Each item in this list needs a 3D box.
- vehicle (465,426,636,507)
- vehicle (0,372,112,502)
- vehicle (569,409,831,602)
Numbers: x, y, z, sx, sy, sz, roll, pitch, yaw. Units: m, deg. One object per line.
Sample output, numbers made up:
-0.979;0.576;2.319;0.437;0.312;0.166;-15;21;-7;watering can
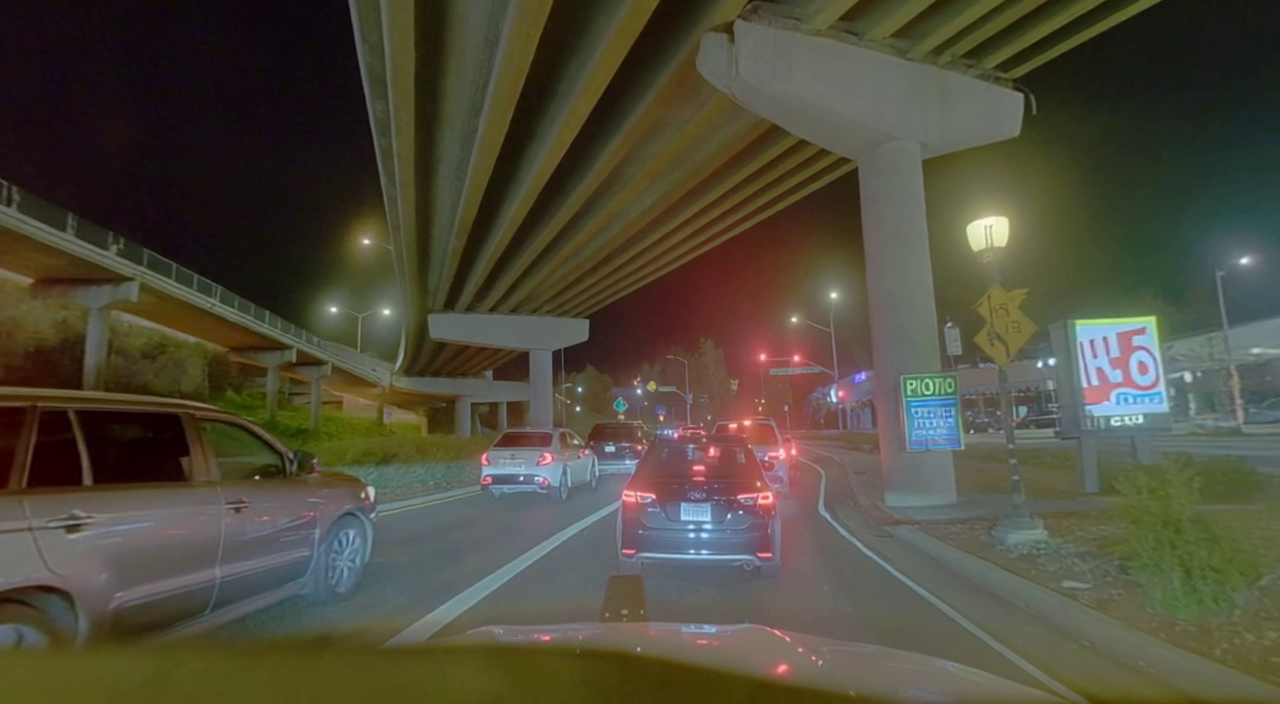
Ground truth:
-1.783;2.555;14.553;2.214;1.519;4.704;-2;-9;15;vehicle
-24.372;2.700;18.734;13.064;3.755;3.269;0;-8;-13;vehicle
0.807;1.602;7.547;2.195;1.571;4.353;-2;-8;9;vehicle
